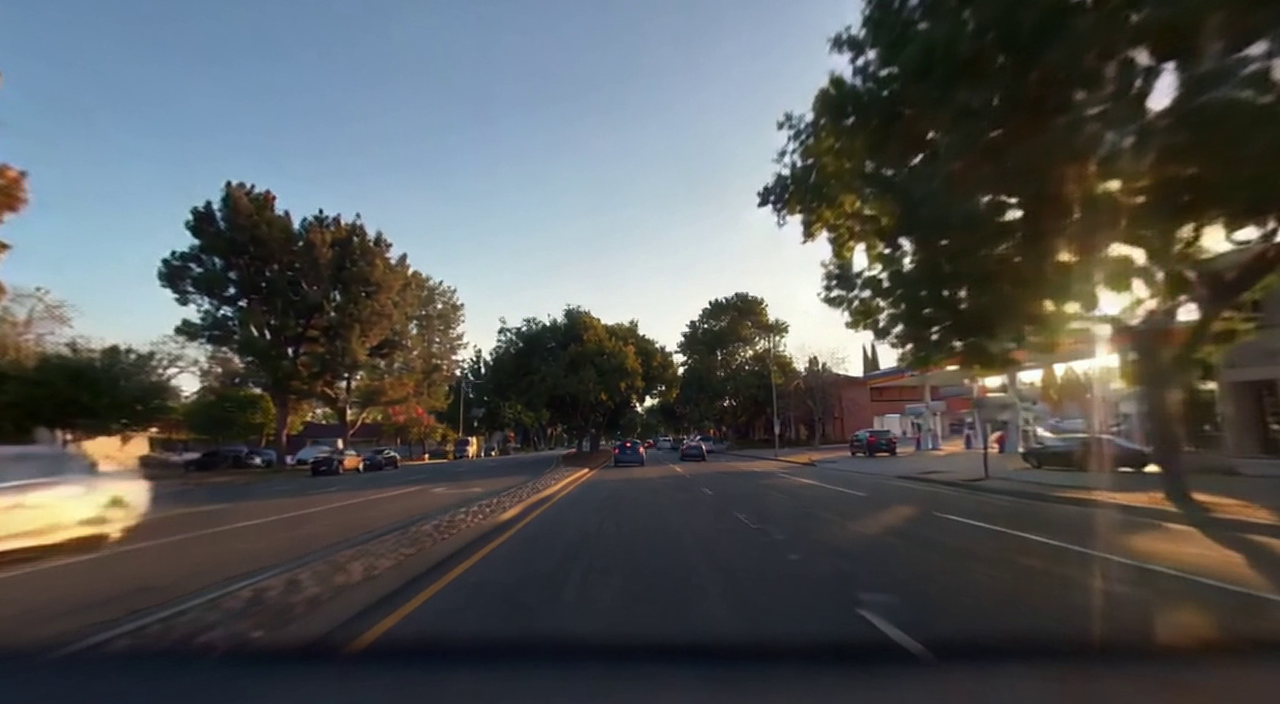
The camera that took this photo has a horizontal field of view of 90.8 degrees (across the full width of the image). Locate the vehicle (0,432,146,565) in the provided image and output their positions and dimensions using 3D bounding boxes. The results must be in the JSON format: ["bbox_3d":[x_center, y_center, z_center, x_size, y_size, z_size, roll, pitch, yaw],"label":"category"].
[{"bbox_3d":[-9.244,1.892,8.207,2.121,1.677,4.324,0,-8,0],"label":"vehicle"}]

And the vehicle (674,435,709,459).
[{"bbox_3d":[4.067,7.353,49.120,2.117,1.757,4.969,-2,-9,12],"label":"vehicle"}]

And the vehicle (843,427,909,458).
[{"bbox_3d":[15.269,5.908,41.264,2.368,1.868,4.724,0,-8,-1],"label":"vehicle"}]

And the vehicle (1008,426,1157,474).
[{"bbox_3d":[15.252,3.423,22.175,2.001,1.479,4.696,0,-8,3],"label":"vehicle"}]

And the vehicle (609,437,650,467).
[{"bbox_3d":[-0.552,5.326,33.739,2.052,1.488,3.779,0,-8,0],"label":"vehicle"}]

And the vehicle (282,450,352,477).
[{"bbox_3d":[-18.903,6.535,37.216,1.797,1.461,4.536,0,-8,0],"label":"vehicle"}]

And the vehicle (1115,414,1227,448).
[{"bbox_3d":[33.627,5.100,40.274,2.355,2.034,5.438,0,-8,0],"label":"vehicle"}]

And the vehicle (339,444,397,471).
[{"bbox_3d":[-18.908,7.351,44.126,2.004,1.758,4.594,0,-8,0],"label":"vehicle"}]

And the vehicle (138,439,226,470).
[{"bbox_3d":[-31.928,7.150,44.159,4.384,2.079,2.066,1,-9,-4],"label":"vehicle"}]
